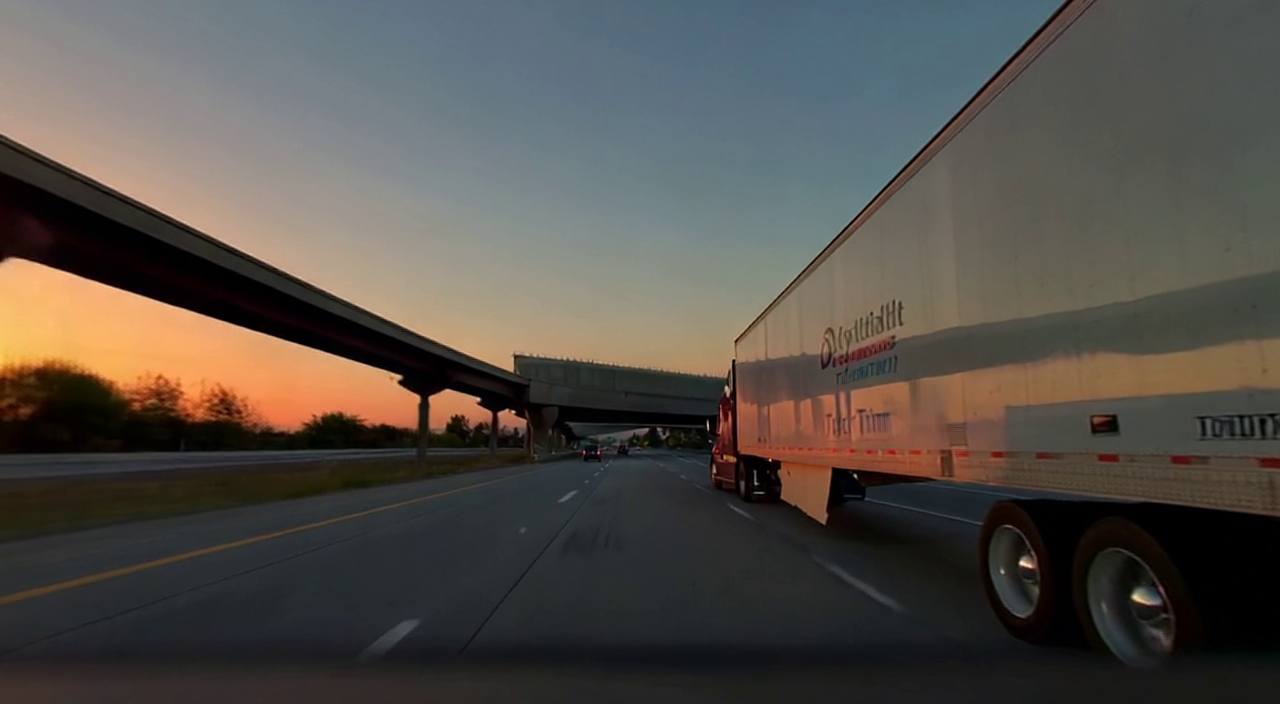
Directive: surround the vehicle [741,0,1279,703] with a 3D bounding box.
[{"bbox_3d":[3.914,0.573,8.867,2.962,4.132,12.720,0,-8,0],"label":"vehicle"}]
